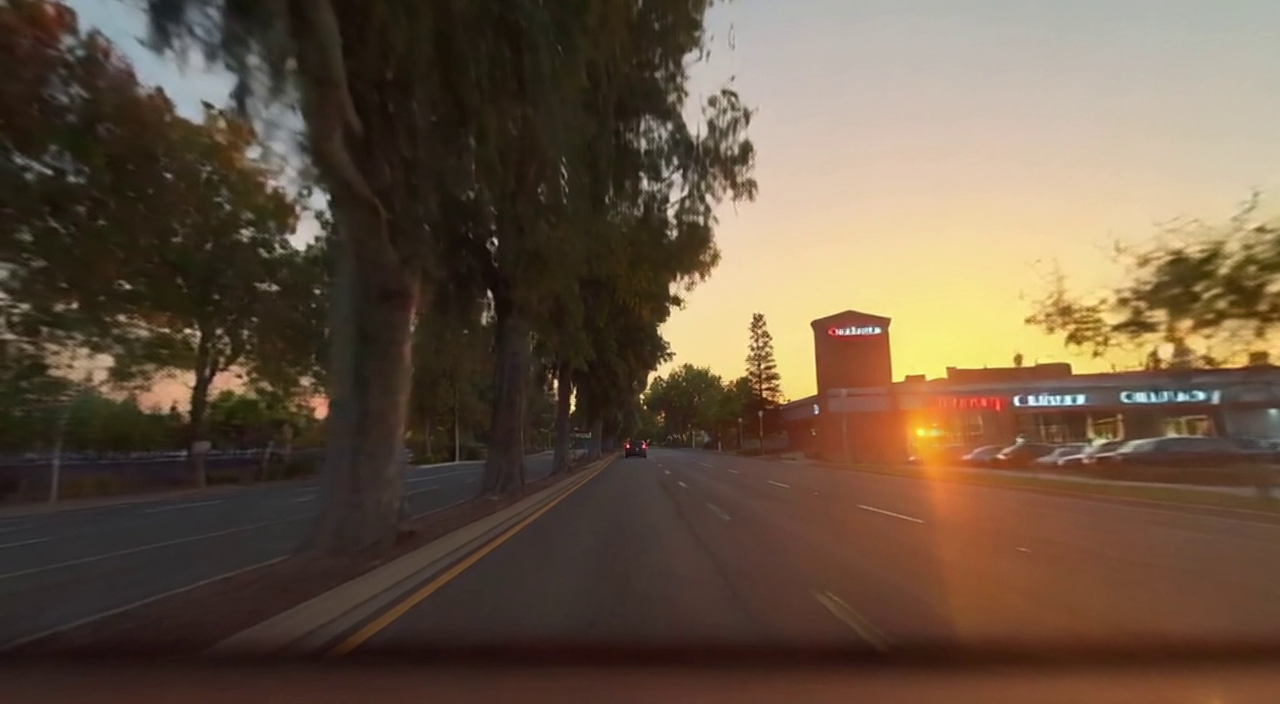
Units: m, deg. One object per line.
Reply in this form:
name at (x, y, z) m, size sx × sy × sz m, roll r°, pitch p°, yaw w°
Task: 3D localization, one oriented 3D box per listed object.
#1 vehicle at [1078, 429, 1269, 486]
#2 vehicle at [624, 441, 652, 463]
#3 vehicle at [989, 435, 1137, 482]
vehicle at (18.856, 3.743, 22.525) m, size 4.739 × 1.916 × 2.136 m, roll 0°, pitch -8°, yaw 1°
vehicle at (-0.163, 7.865, 49.784) m, size 2.095 × 1.647 × 4.205 m, roll 0°, pitch -8°, yaw -1°
vehicle at (18.391, 4.644, 27.650) m, size 4.904 × 1.924 × 2.095 m, roll 1°, pitch -8°, yaw -1°
